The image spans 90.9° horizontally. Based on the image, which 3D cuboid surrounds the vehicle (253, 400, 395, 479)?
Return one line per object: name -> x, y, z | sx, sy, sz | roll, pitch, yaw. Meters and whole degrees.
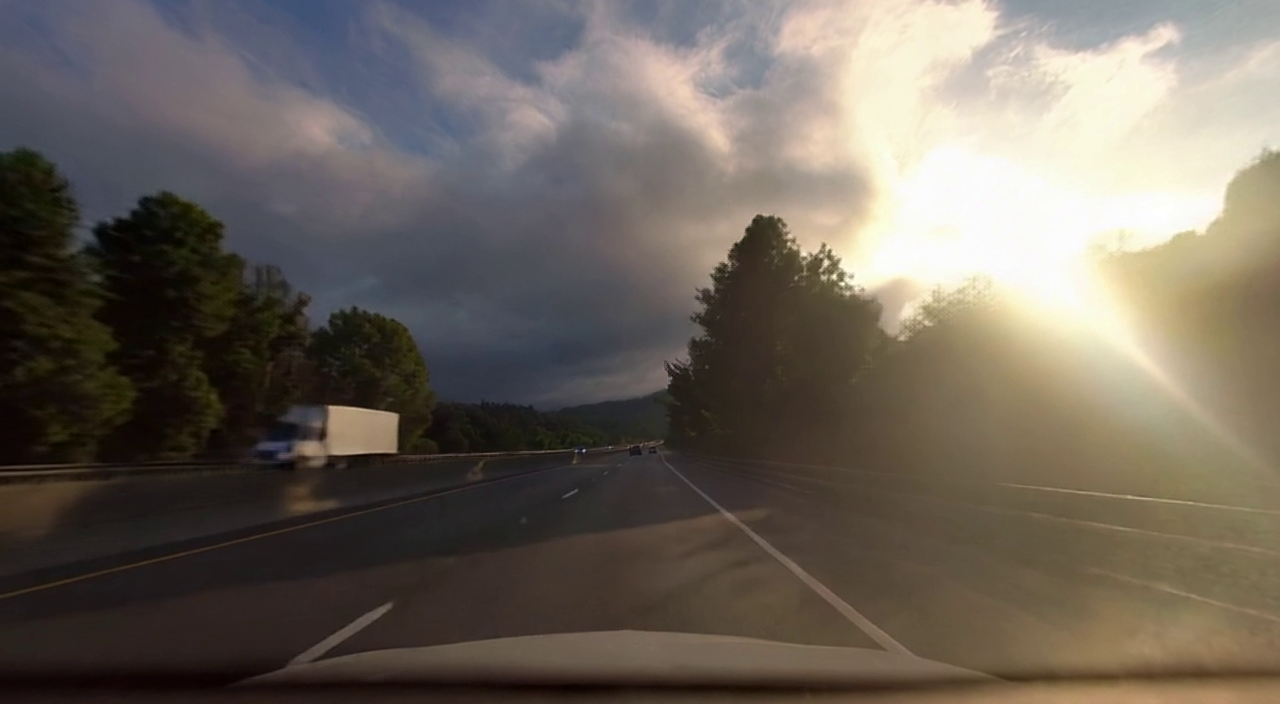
vehicle -> -16.014, 4.606, 32.890 | 2.932, 3.574, 8.159 | 0, -9, 2
